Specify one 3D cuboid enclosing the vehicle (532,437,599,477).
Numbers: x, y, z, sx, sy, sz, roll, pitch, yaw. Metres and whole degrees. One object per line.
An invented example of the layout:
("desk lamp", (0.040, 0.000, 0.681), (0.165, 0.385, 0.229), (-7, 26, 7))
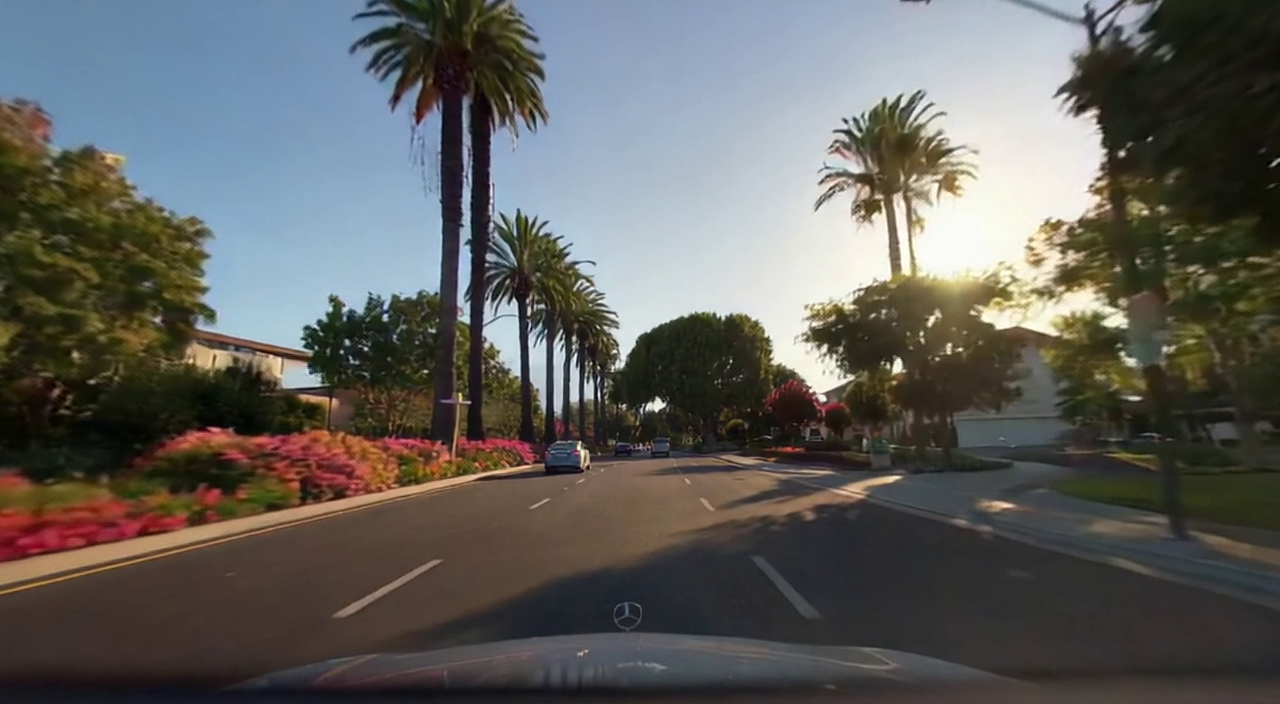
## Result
("vehicle", (-2.969, 4.307, 26.033), (2.036, 1.478, 4.508), (0, -8, 2))
